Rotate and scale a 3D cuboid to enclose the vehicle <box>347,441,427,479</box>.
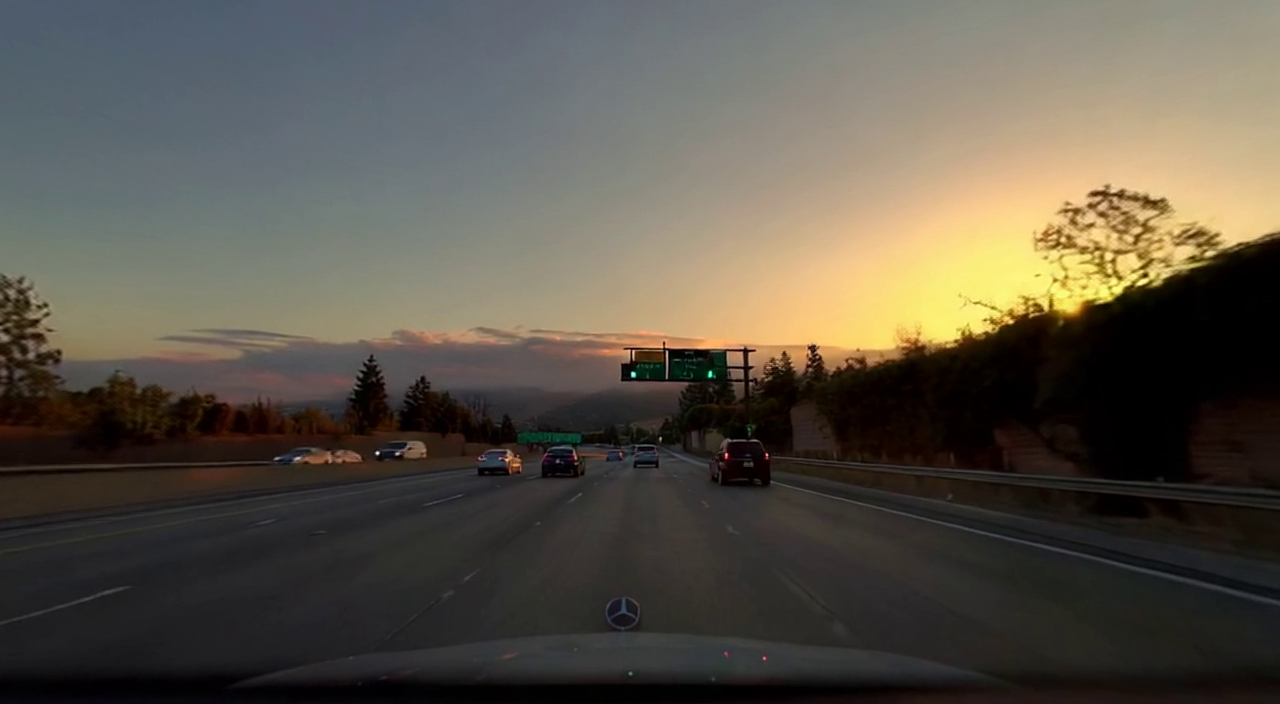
[{"bbox_3d":[-12.197,5.220,30.803,1.958,1.693,4.534,0,-8,1],"label":"vehicle"}]

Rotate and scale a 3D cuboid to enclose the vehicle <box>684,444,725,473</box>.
[{"bbox_3d":[3.934,6.589,39.284,2.146,1.658,4.318,0,-8,1],"label":"vehicle"}]

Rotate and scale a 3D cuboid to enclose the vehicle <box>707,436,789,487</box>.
[{"bbox_3d":[3.969,4.093,24.041,2.320,1.735,4.408,0,-8,0],"label":"vehicle"}]

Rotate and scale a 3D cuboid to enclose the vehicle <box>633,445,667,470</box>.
[{"bbox_3d":[0.739,7.802,47.048,2.408,1.748,4.217,0,-8,1],"label":"vehicle"}]

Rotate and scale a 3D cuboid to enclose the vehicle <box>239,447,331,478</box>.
[{"bbox_3d":[-18.632,5.805,33.468,2.037,1.489,4.795,0,-8,1],"label":"vehicle"}]

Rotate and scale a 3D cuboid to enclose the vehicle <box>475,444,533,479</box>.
[{"bbox_3d":[-6.231,5.047,29.296,1.835,1.504,3.612,0,-8,1],"label":"vehicle"}]

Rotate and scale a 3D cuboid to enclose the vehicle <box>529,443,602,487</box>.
[{"bbox_3d":[-2.723,4.247,24.183,2.130,1.514,4.766,0,-8,1],"label":"vehicle"}]
